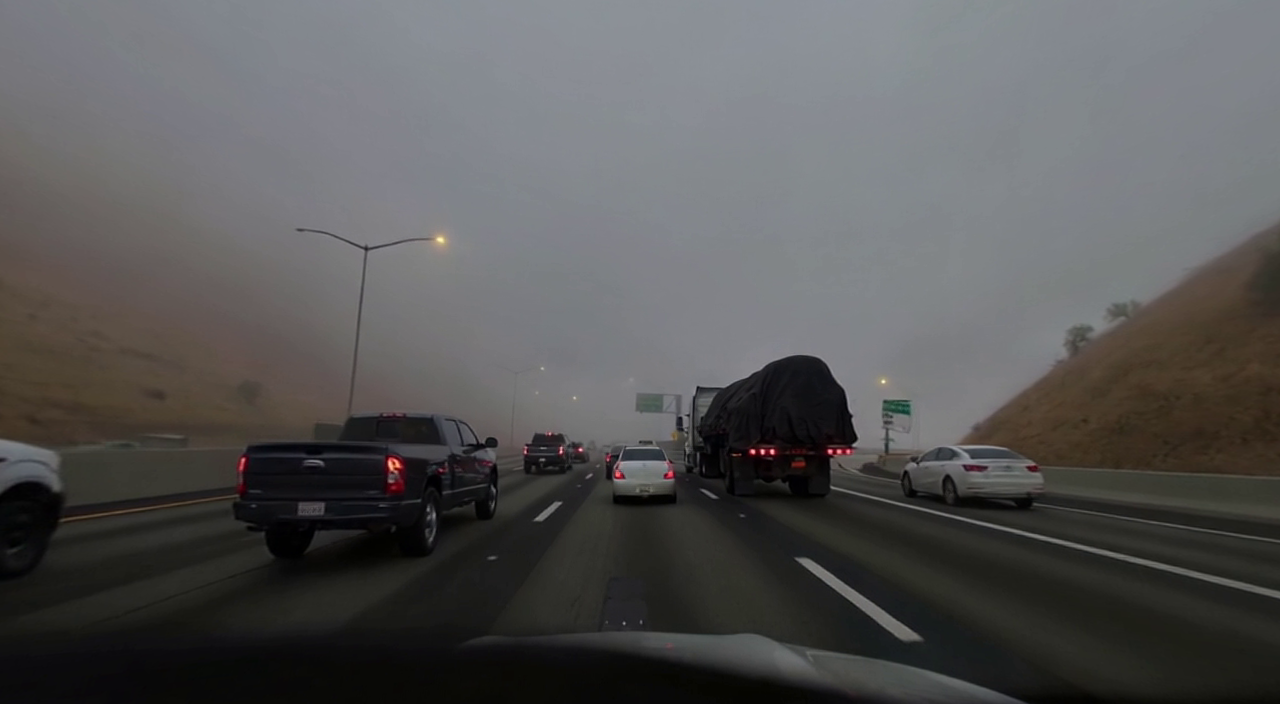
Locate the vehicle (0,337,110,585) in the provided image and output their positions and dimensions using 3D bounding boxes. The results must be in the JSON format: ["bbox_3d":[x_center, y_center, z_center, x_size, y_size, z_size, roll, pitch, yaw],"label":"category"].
[{"bbox_3d":[-7.559,0.666,3.454,3.150,2.303,7.133,0,-8,-1],"label":"vehicle"}]

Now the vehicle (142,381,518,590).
[{"bbox_3d":[-3.351,1.603,8.515,2.318,1.902,5.374,0,-8,0],"label":"vehicle"}]

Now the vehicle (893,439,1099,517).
[{"bbox_3d":[7.748,2.739,14.332,2.092,1.495,4.194,0,-8,-2],"label":"vehicle"}]

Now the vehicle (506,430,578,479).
[{"bbox_3d":[-3.933,4.197,26.173,2.348,1.821,5.061,0,-8,-2],"label":"vehicle"}]

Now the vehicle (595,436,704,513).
[{"bbox_3d":[0.137,2.658,14.206,2.105,1.471,3.978,0,-8,-1],"label":"vehicle"}]

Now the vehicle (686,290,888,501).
[{"bbox_3d":[3.199,1.580,17.640,2.759,4.098,10.906,0,-8,-1],"label":"vehicle"}]
